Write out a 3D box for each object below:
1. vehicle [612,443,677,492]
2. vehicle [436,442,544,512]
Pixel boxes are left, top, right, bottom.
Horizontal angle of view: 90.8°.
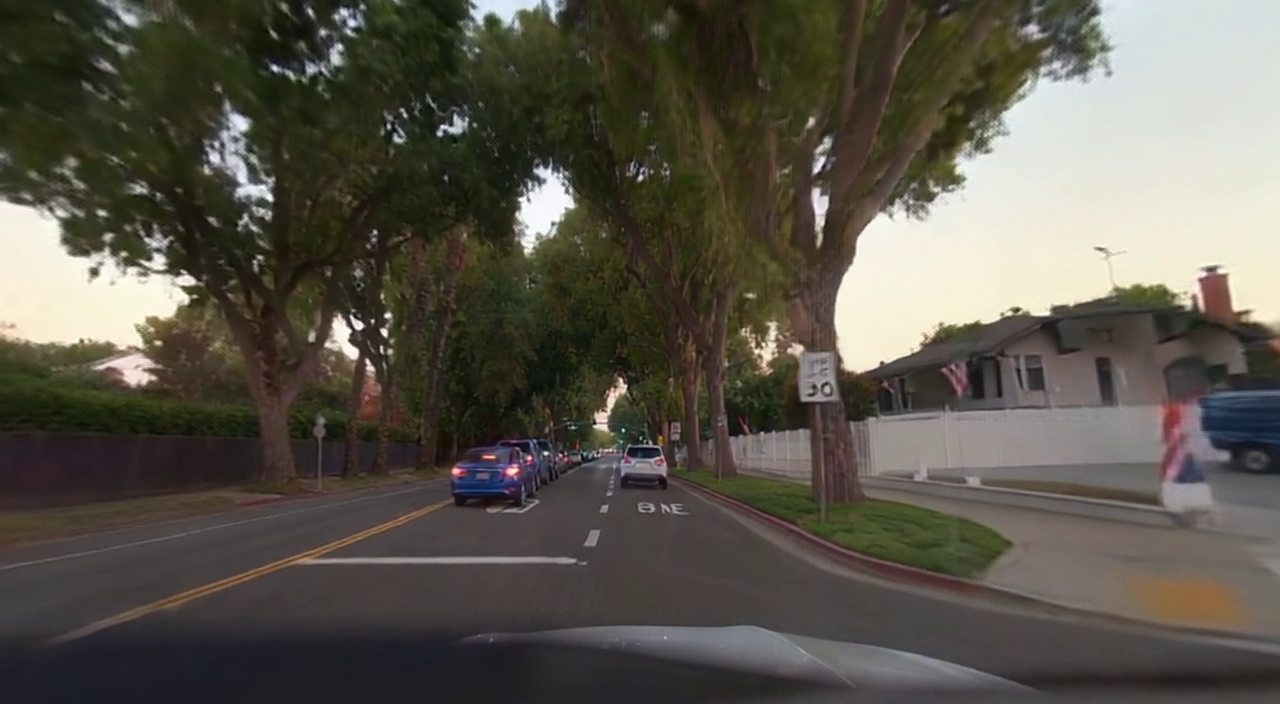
[{"bbox_3d":[0.078,4.412,24.470,2.258,1.682,4.635,1,-9,-2],"label":"vehicle"},{"bbox_3d":[-3.592,3.082,16.027,1.919,1.501,4.509,1,-9,-4],"label":"vehicle"}]
